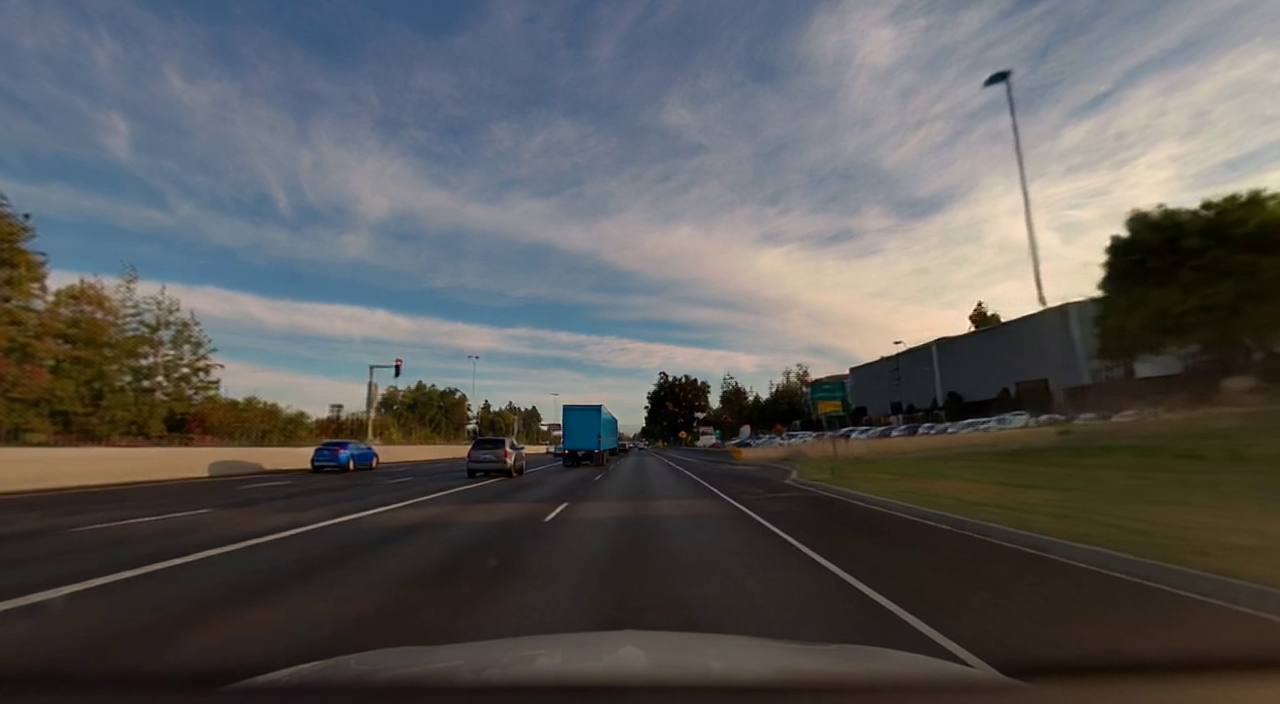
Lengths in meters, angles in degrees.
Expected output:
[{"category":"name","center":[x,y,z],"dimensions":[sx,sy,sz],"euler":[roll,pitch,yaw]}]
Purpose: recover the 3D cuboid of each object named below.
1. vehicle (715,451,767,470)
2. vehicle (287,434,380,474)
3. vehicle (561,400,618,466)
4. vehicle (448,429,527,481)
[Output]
[{"category":"vehicle","center":[5.631,6.110,35.531],"dimensions":[2.295,0.969,3.132],"euler":[0,-8,-2]},{"category":"vehicle","center":[-14.126,4.731,29.412],"dimensions":[1.997,1.695,4.492],"euler":[0,-8,1]},{"category":"vehicle","center":[-3.316,5.872,45.148],"dimensions":[2.905,4.037,12.921],"euler":[0,-8,0]},{"category":"vehicle","center":[-5.918,4.052,25.112],"dimensions":[2.058,1.840,4.443],"euler":[0,-8,-1]}]
